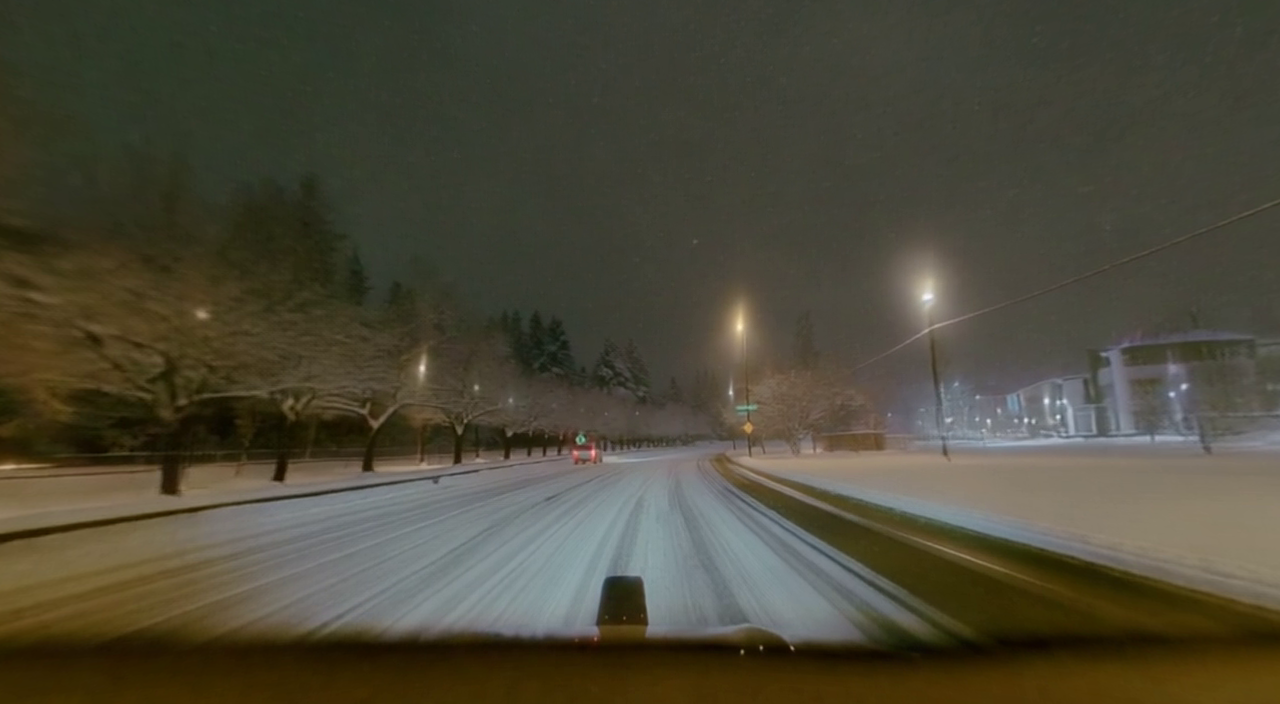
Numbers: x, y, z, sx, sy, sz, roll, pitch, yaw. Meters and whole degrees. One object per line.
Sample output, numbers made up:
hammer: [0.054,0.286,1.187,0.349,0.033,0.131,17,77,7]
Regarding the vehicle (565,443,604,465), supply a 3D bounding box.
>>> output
vehicle: [-3.908,7.285,45.156,1.945,1.461,4.605,-1,-8,6]
